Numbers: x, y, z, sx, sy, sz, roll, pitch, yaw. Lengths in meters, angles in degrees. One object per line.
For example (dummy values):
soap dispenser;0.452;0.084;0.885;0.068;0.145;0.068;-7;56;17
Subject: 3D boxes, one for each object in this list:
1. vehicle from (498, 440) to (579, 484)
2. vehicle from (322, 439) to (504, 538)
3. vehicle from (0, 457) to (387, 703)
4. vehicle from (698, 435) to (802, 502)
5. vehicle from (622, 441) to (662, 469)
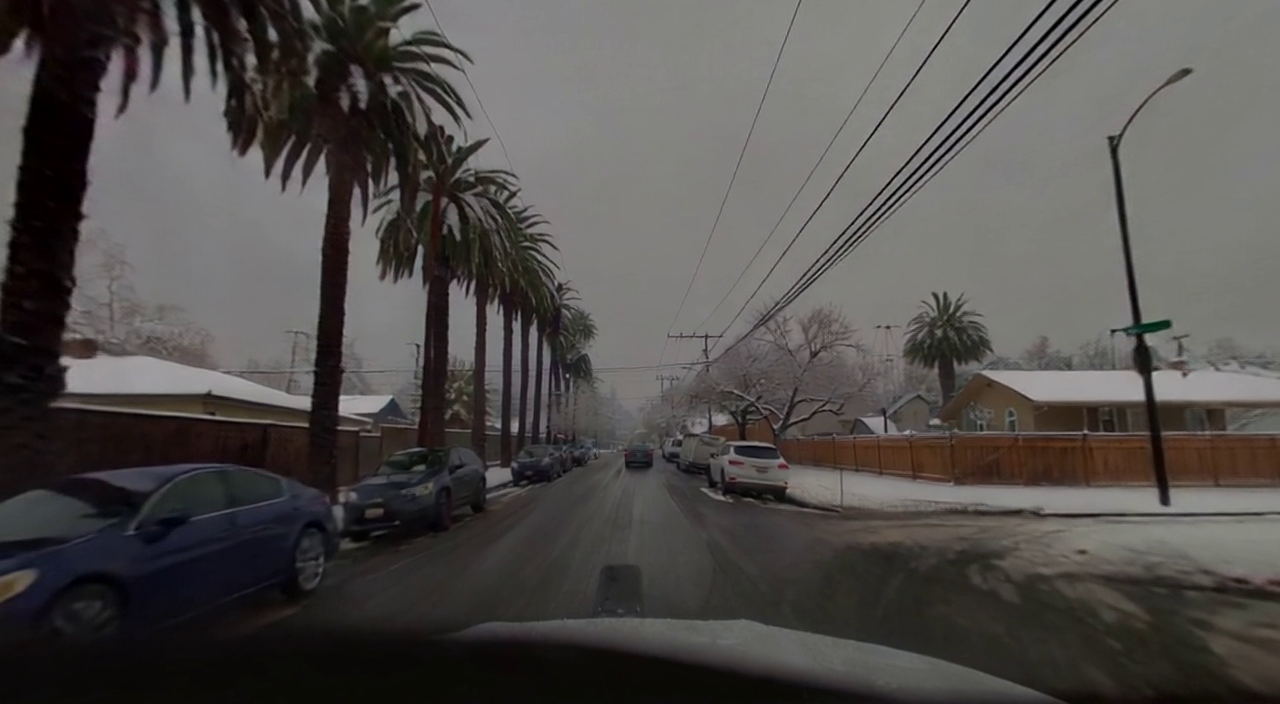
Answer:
vehicle;-3.938;4.423;25.656;2.130;1.543;5.386;-1;-9;3
vehicle;-4.185;2.591;12.689;1.769;1.551;5.040;-1;-9;0
vehicle;-4.107;1.608;5.261;1.875;1.389;5.094;-1;-9;0
vehicle;2.921;3.251;17.941;2.060;1.614;4.652;0;-9;-1
vehicle;0.037;5.974;36.862;2.081;1.483;4.599;0;-9;-3
